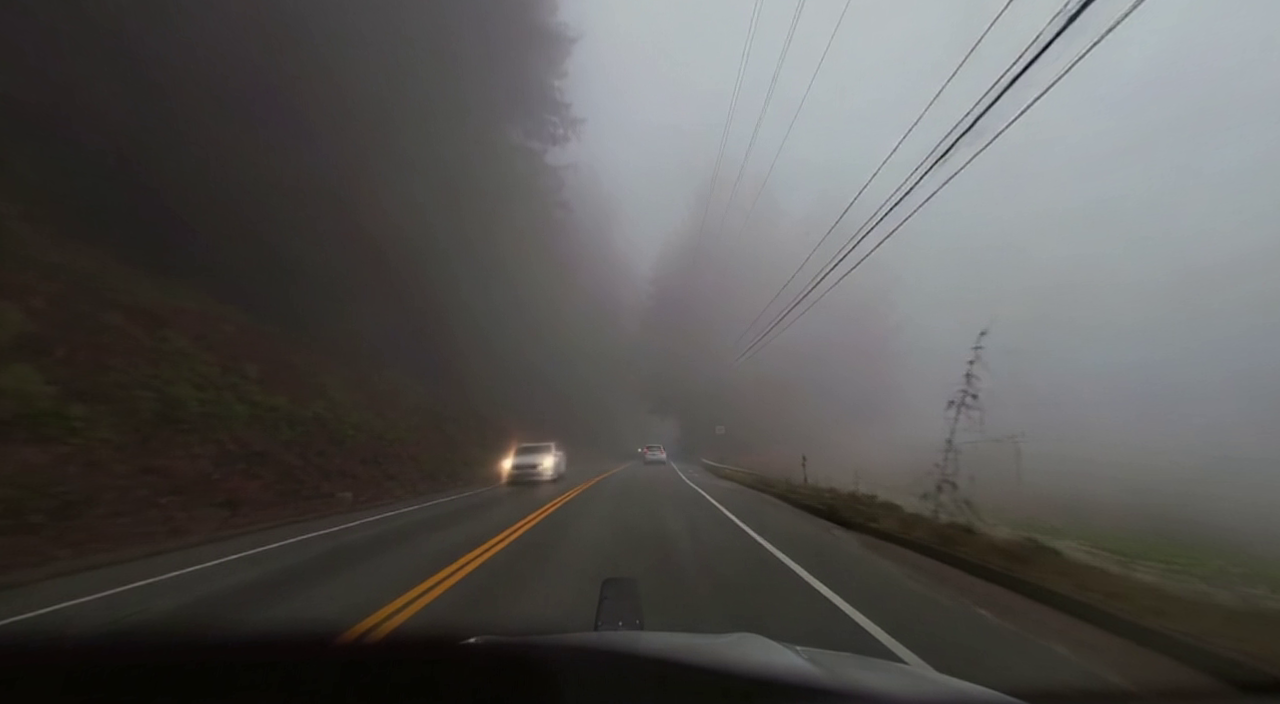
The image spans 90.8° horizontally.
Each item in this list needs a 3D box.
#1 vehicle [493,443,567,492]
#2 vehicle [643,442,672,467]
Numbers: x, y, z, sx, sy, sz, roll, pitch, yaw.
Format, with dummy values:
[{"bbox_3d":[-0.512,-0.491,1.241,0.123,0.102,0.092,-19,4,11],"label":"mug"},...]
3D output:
[{"bbox_3d":[-3.775,4.020,22.311,1.894,1.537,3.642,0,-9,0],"label":"vehicle"},{"bbox_3d":[1.276,7.690,47.640,2.083,1.767,4.448,0,-9,1],"label":"vehicle"}]
